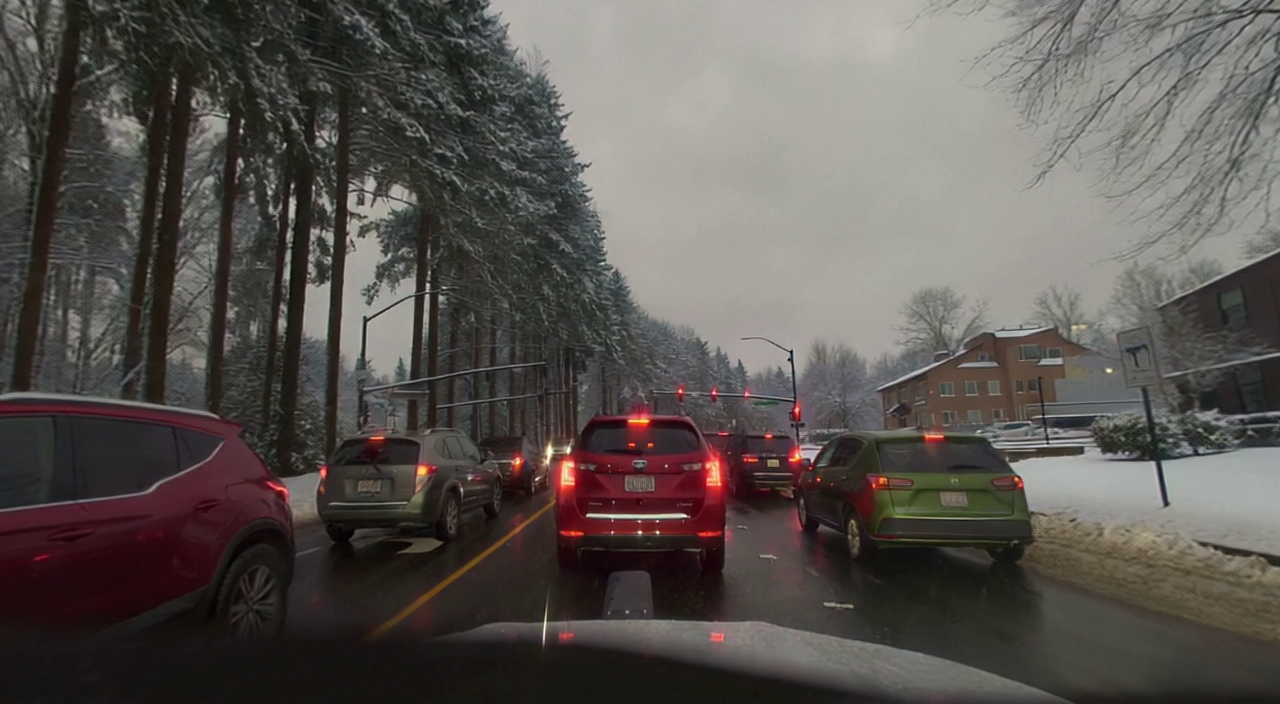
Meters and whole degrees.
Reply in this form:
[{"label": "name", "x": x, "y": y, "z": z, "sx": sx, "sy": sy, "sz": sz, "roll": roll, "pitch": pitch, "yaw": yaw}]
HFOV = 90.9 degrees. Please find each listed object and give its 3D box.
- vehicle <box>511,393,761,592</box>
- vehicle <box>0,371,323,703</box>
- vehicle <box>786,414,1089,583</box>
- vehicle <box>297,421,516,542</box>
[{"label": "vehicle", "x": -0.012, "y": 1.530, "z": 7.642, "sx": 2.193, "sy": 1.744, "sz": 4.033, "roll": 0, "pitch": -8, "yaw": 1}, {"label": "vehicle", "x": -3.782, "y": 0.986, "z": 3.292, "sx": 1.929, "sy": 1.641, "sz": 4.193, "roll": 0, "pitch": -8, "yaw": 2}, {"label": "vehicle", "x": 3.258, "y": 1.662, "z": 7.864, "sx": 1.922, "sy": 1.579, "sz": 3.642, "roll": 0, "pitch": -8, "yaw": -1}, {"label": "vehicle", "x": -3.662, "y": 2.108, "z": 10.921, "sx": 2.042, "sy": 1.641, "sz": 4.314, "roll": 0, "pitch": -8, "yaw": 1}]
